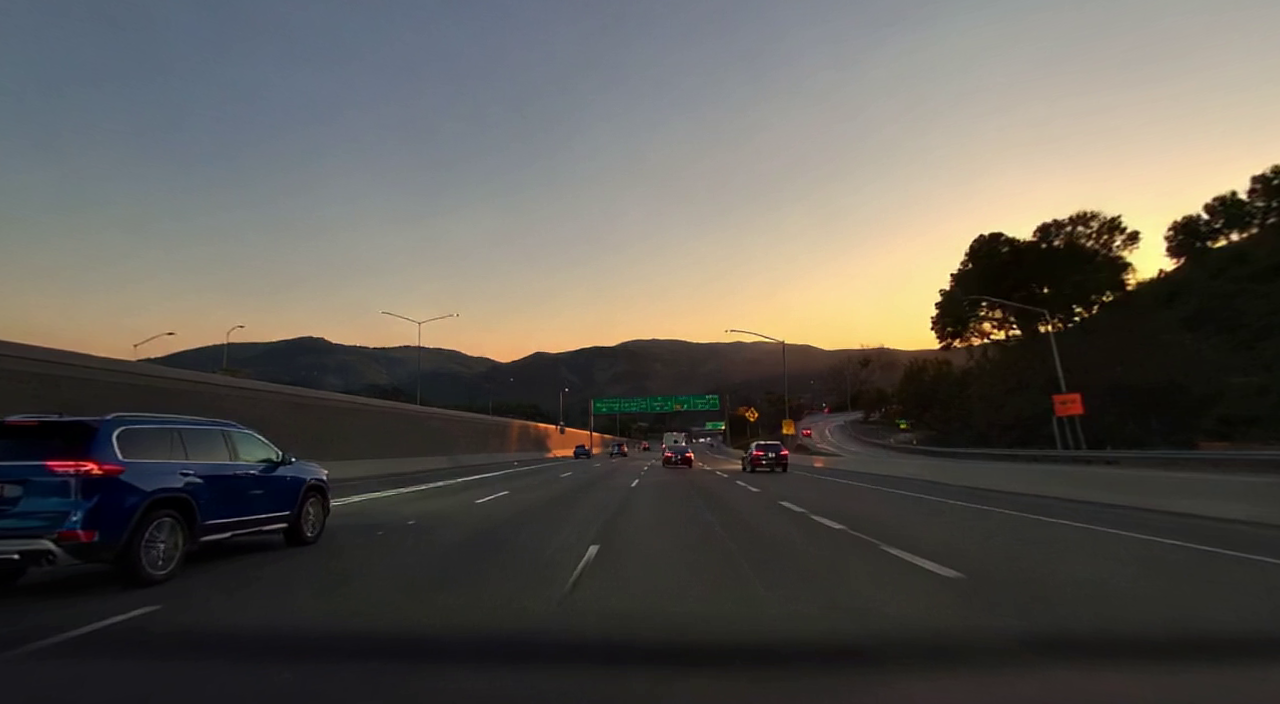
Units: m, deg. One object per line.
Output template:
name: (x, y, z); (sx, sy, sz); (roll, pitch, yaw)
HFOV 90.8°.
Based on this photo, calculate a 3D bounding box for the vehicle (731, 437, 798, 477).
vehicle: (5.666, 4.844, 29.471); (2.184, 1.712, 4.856); (0, -8, 0)

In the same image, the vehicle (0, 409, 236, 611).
vehicle: (-6.254, 1.413, 5.931); (2.000, 1.646, 4.201); (0, -8, 2)

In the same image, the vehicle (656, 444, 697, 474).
vehicle: (1.939, 5.942, 35.424); (2.108, 1.509, 5.059); (0, -8, 1)
